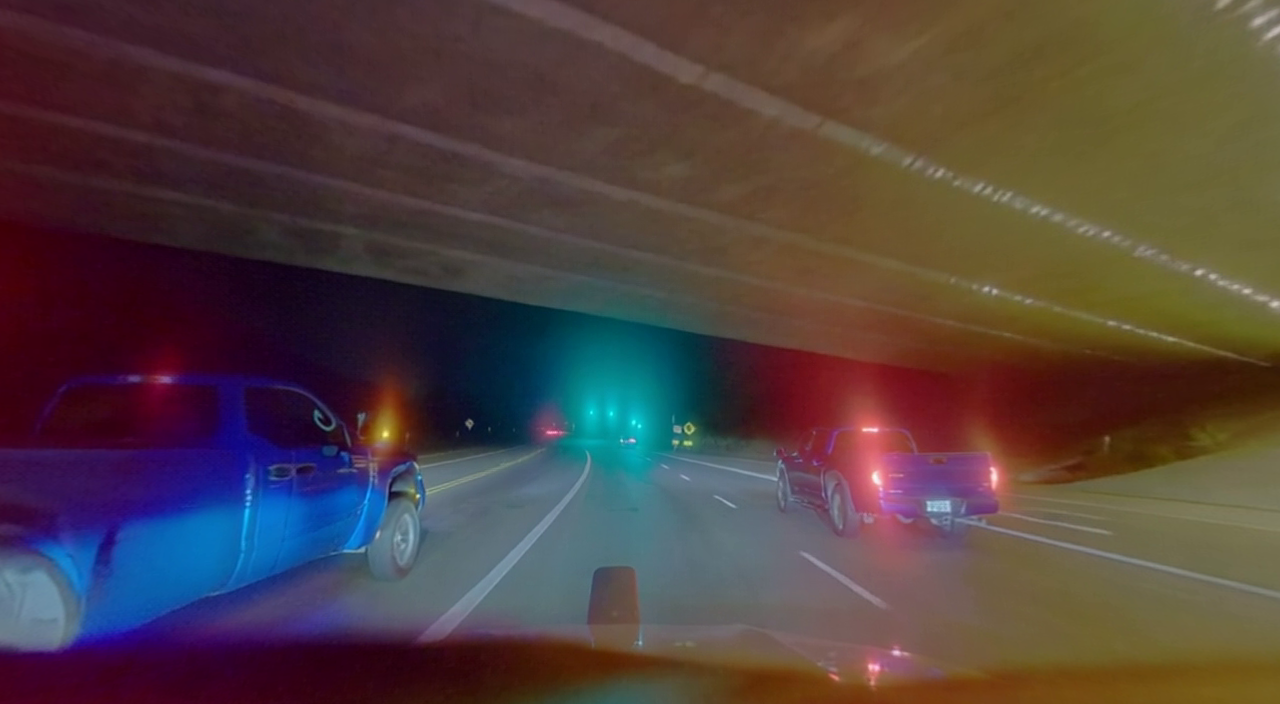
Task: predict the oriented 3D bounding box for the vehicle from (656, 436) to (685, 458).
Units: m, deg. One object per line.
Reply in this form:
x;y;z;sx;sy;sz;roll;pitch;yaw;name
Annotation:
2.180;6.636;44.102;1.947;1.475;3.962;-1;-8;4;vehicle
